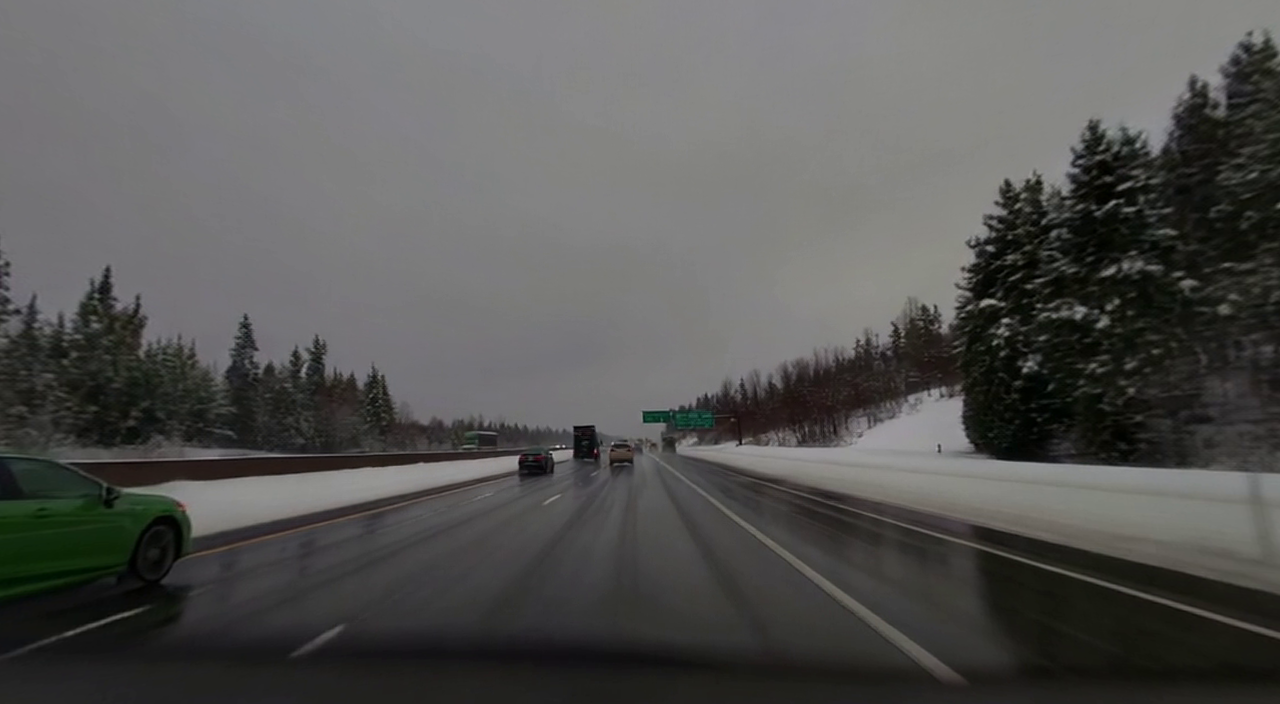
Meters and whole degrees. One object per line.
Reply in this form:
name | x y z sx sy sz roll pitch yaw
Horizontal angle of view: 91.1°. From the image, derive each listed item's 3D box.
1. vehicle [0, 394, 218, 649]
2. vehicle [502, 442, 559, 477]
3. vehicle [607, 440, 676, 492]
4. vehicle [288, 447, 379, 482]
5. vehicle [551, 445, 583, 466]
vehicle | -5.157 1.090 3.990 2.058 1.626 4.118 0 -9 0
vehicle | -5.019 4.977 29.350 1.892 1.481 4.180 0 -9 0
vehicle | 0.045 3.479 19.534 1.940 1.451 3.512 0 -9 0
vehicle | -13.955 5.141 28.996 1.940 1.462 4.500 0 -9 0
vehicle | -5.189 7.403 45.251 1.814 1.417 3.860 0 -9 1
